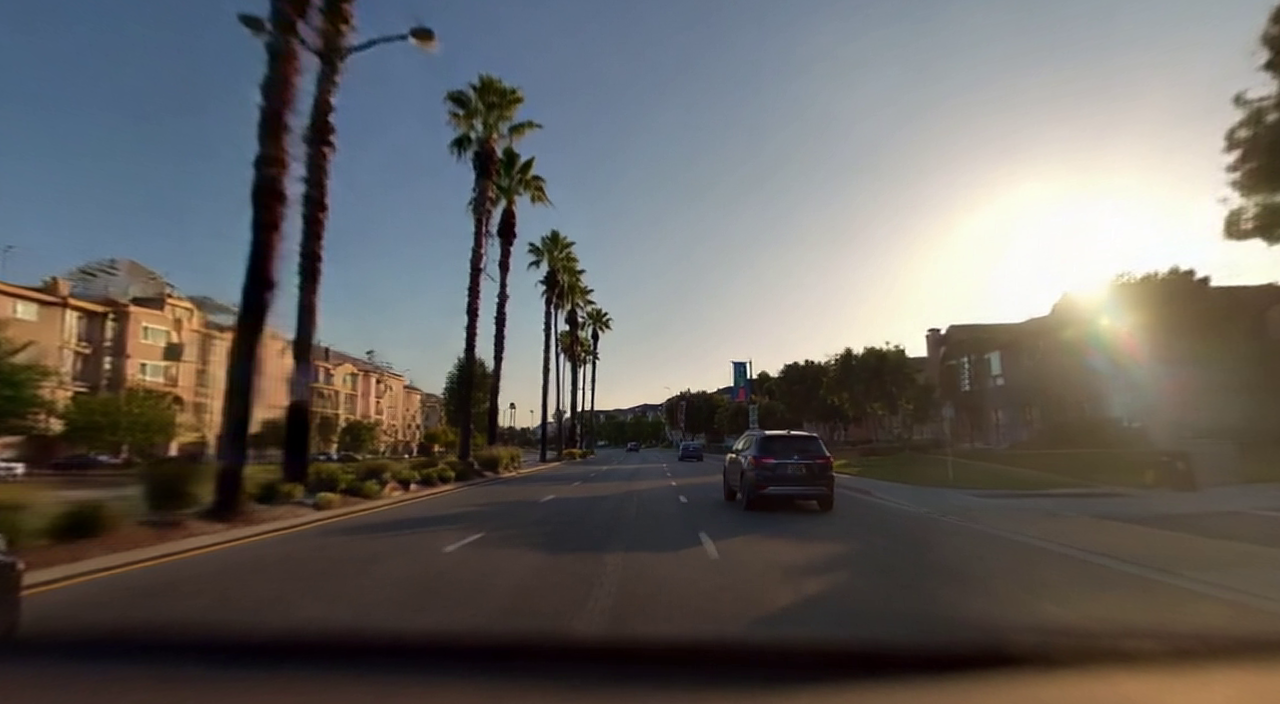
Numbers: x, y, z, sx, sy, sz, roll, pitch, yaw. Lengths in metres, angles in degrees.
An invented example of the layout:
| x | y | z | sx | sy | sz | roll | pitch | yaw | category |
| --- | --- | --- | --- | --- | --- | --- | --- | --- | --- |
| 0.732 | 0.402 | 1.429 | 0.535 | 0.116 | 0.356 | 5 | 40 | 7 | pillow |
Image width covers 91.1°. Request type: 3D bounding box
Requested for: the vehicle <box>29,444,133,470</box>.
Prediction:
| x | y | z | sx | sy | sz | roll | pitch | yaw | category |
| --- | --- | --- | --- | --- | --- | --- | --- | --- | --- |
| -35.342 | 6.633 | 39.774 | 4.684 | 1.531 | 2.188 | -1 | -8 | 5 | vehicle |

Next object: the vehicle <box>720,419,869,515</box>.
| x | y | z | sx | sy | sz | roll | pitch | yaw | category |
| --- | --- | --- | --- | --- | --- | --- | --- | --- | --- |
| 3.227 | 2.521 | 14.287 | 2.195 | 1.804 | 4.658 | 0 | -8 | 0 | vehicle |

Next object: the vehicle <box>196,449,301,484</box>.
| x | y | z | sx | sy | sz | roll | pitch | yaw | category |
| --- | --- | --- | --- | --- | --- | --- | --- | --- | --- |
| -18.530 | 5.428 | 30.006 | 1.900 | 1.476 | 4.746 | 0 | -8 | 1 | vehicle |
